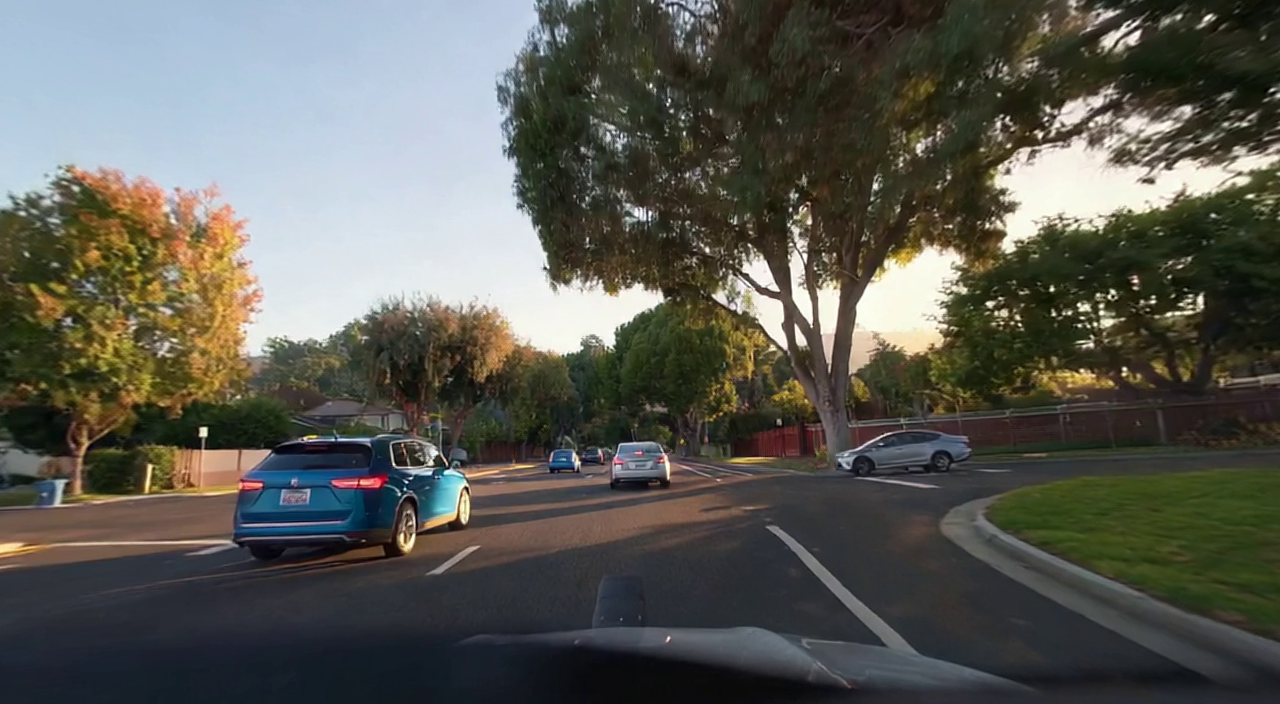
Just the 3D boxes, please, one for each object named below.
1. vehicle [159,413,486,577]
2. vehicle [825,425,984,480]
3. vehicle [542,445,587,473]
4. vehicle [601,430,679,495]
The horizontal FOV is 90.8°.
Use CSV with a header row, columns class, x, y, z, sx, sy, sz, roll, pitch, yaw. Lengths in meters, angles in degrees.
class,x,y,z,sx,sy,sz,roll,pitch,yaw
vehicle,-3.951,1.867,9.097,2.243,1.722,4.621,0,-8,1
vehicle,8.902,3.420,21.610,4.497,1.743,1.983,0,-8,1
vehicle,-4.252,6.118,36.305,2.014,1.493,4.658,0,-8,0
vehicle,-0.012,3.361,19.619,2.131,1.761,4.242,0,-8,0
